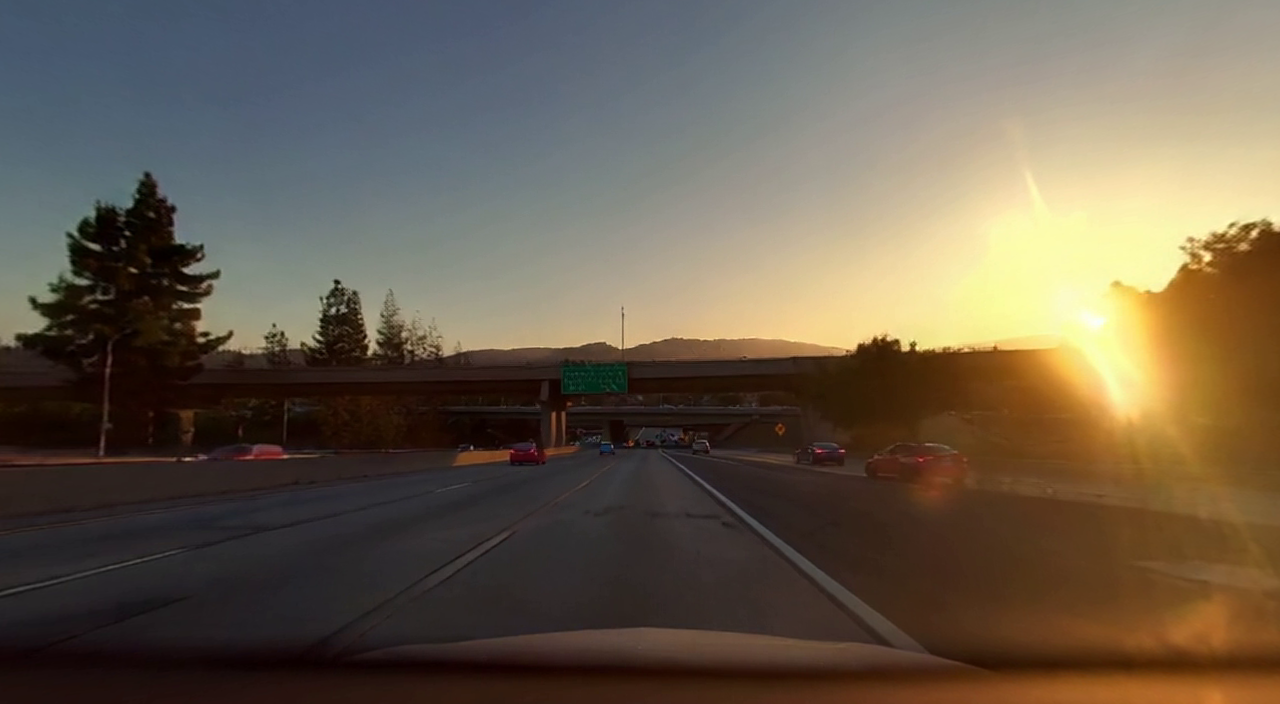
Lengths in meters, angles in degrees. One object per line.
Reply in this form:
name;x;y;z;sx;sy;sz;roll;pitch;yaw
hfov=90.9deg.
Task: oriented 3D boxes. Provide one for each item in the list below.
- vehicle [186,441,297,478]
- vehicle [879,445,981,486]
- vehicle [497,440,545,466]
vehicle;-17.842;4.801;28.548;1.909;1.530;4.596;0;-8;1
vehicle;11.891;4.641;26.198;2.000;1.515;4.188;1;-8;-4
vehicle;-7.118;6.078;38.069;1.987;1.486;4.174;0;-8;2
